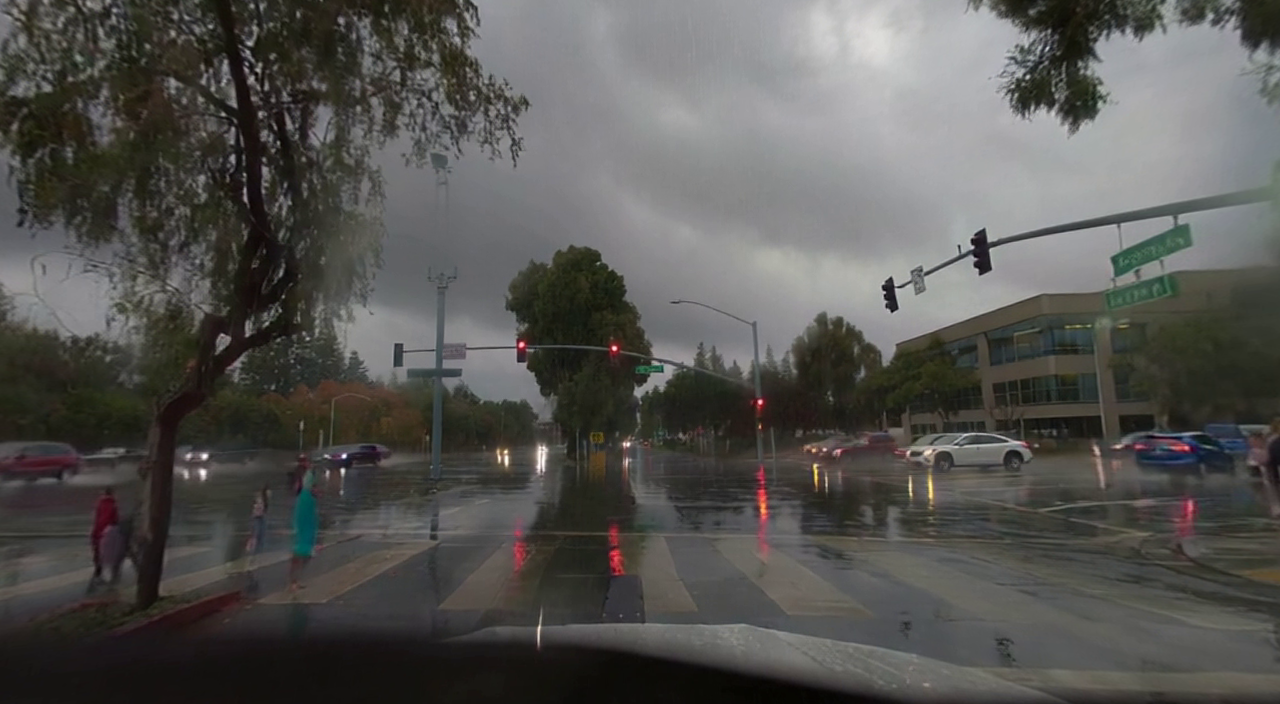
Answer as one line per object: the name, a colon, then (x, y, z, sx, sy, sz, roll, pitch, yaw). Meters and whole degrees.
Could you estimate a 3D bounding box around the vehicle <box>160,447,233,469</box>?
vehicle: (-31.269, 7.476, 44.724, 1.811, 1.438, 4.812, 0, -8, -2)

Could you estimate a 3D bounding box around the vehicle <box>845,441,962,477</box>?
vehicle: (11.446, 4.629, 27.574, 4.317, 1.491, 1.896, 1, -9, -11)

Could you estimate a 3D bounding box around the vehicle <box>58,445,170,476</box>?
vehicle: (-27.257, 5.621, 32.988, 2.006, 1.459, 4.720, 0, -8, -4)

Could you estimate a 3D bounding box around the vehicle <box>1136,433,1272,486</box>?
vehicle: (18.425, 3.451, 20.607, 4.312, 1.540, 2.007, 5, -10, -31)

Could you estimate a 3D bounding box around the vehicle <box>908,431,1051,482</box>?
vehicle: (12.900, 3.927, 24.052, 4.742, 1.762, 2.180, 3, -9, -22)

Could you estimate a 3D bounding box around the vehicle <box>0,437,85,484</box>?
vehicle: (-23.341, 3.951, 23.167, 2.056, 1.604, 4.436, 0, -8, -3)
